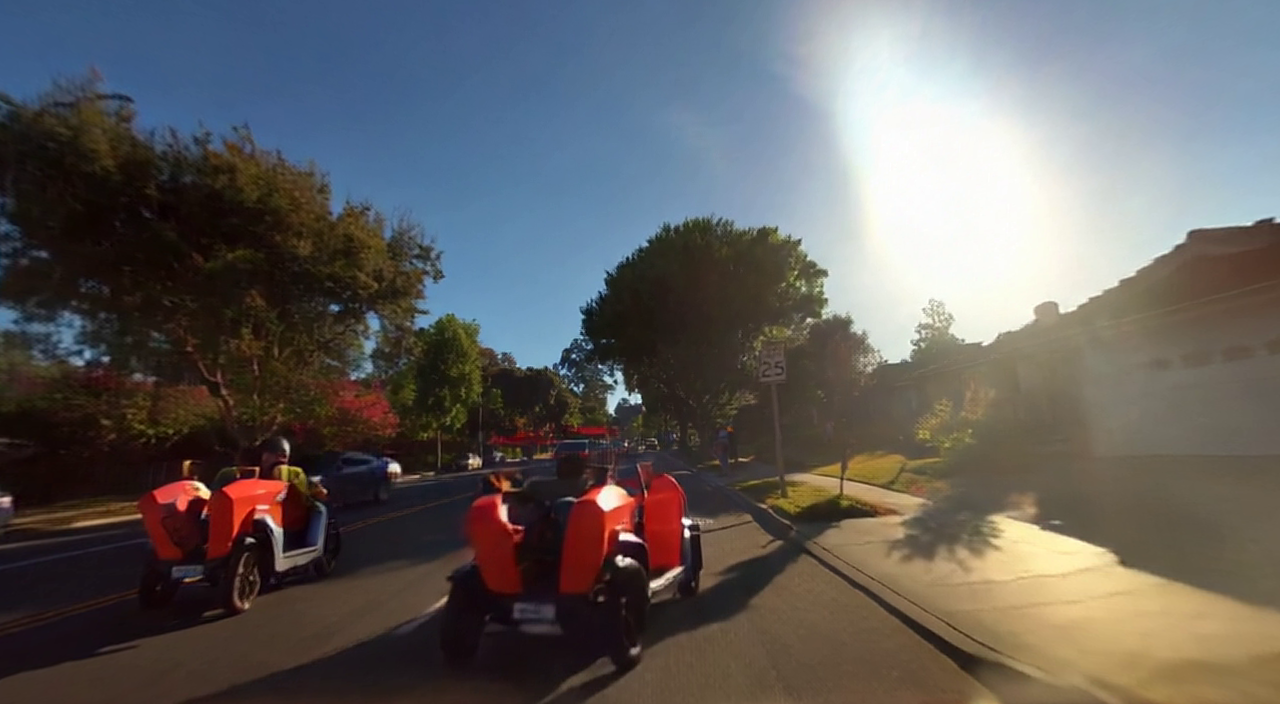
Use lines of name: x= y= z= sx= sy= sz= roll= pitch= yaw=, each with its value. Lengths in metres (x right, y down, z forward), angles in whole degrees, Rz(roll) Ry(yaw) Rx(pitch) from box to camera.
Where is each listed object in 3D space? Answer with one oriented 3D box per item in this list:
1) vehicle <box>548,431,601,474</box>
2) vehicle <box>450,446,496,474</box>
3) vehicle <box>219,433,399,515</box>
vehicle: x=-2.932 y=4.596 z=28.862 sx=1.908 sy=1.809 sz=4.230 roll=0 pitch=-8 yaw=1
vehicle: x=-11.717 y=7.577 z=44.311 sx=1.904 sy=1.728 sz=4.997 roll=2 pitch=-8 yaw=-1
vehicle: x=-8.755 y=3.237 z=17.355 sx=2.060 sy=1.785 sz=5.303 roll=-3 pitch=-9 yaw=1
